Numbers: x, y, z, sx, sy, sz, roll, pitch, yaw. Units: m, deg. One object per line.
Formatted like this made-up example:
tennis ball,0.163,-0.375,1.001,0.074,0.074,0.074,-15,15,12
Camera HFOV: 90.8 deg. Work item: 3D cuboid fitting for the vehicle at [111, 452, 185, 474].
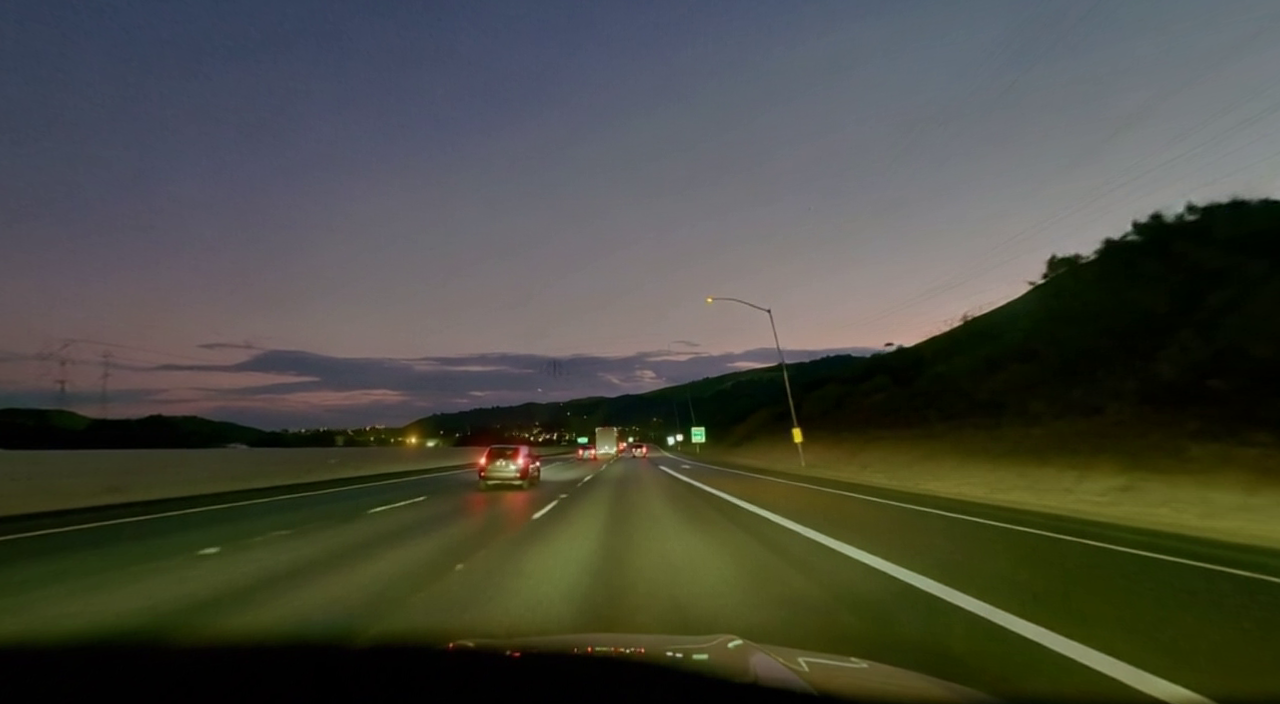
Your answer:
vehicle,-35.325,7.933,45.513,1.854,1.467,4.391,0,-9,0

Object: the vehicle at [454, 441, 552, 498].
vehicle,-4.016,3.515,19.331,1.963,1.533,4.477,0,-9,0
